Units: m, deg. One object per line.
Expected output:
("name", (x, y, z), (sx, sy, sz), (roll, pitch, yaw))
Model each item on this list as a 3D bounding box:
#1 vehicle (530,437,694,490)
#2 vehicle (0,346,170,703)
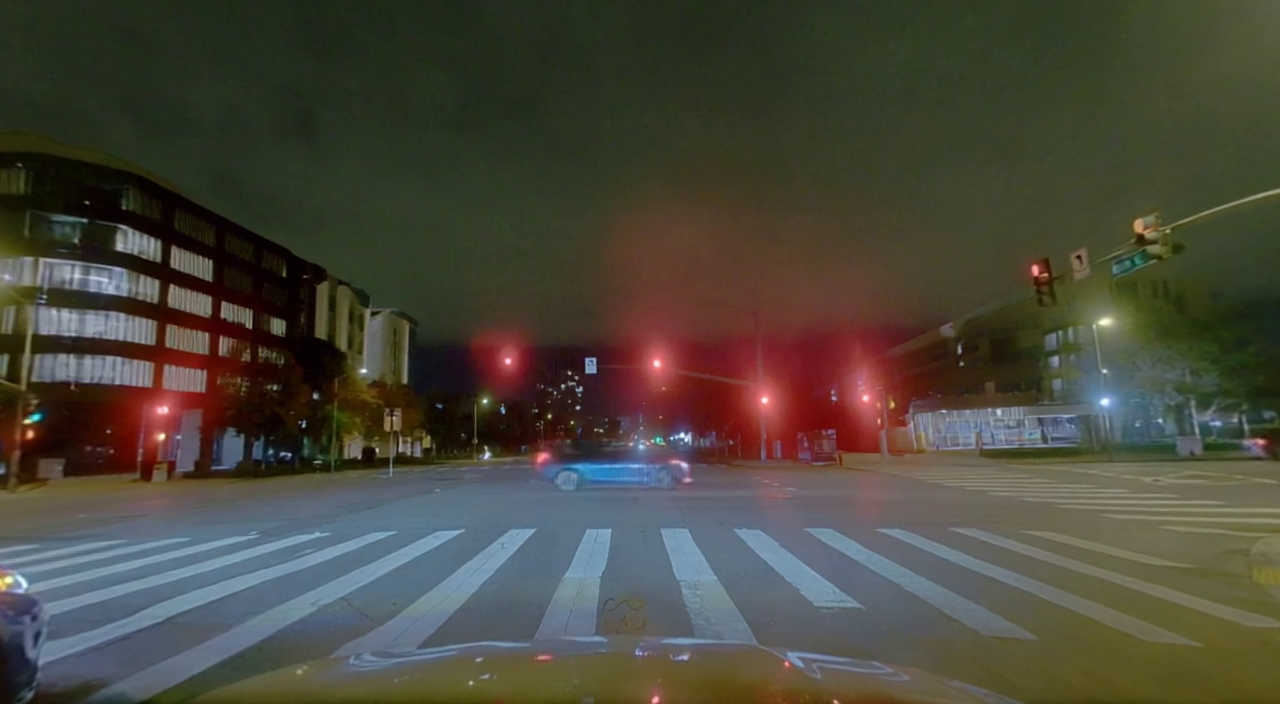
("vehicle", (-0.778, 3.253, 18.438), (4.551, 1.454, 1.941), (0, -8, 0))
("vehicle", (-3.634, 0.614, 1.065), (2.109, 1.692, 4.587), (0, -8, 0))
